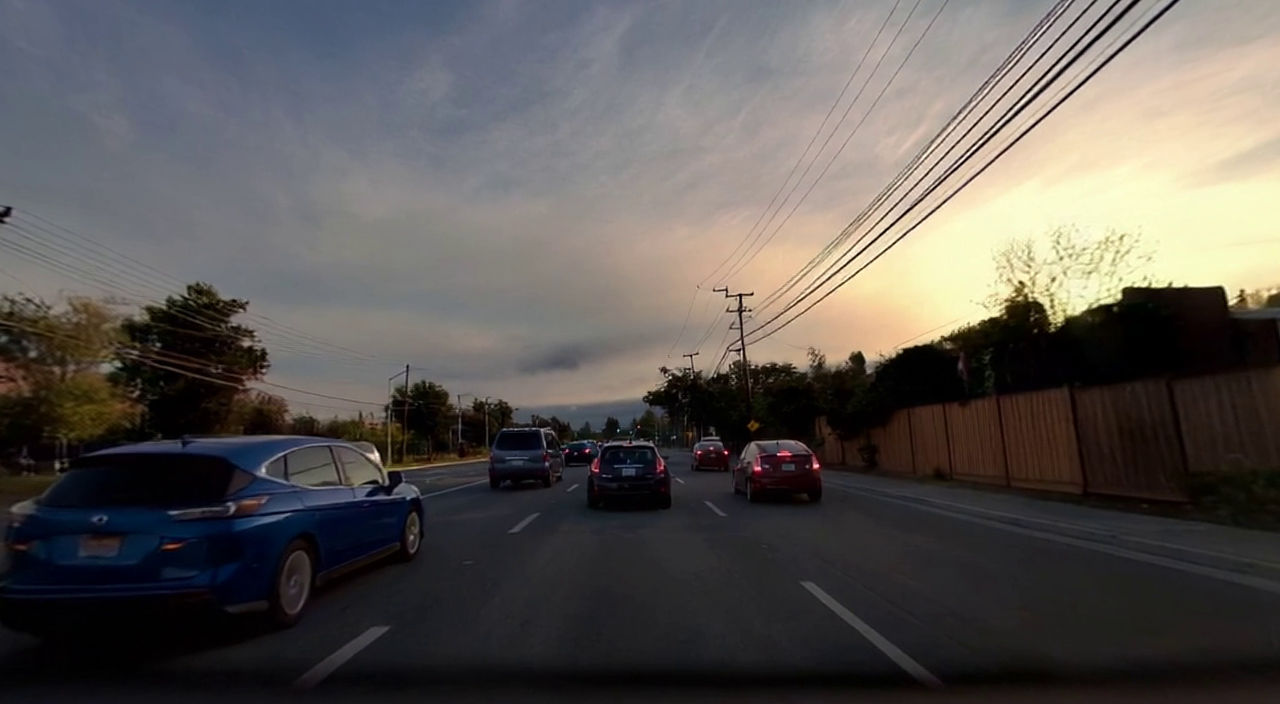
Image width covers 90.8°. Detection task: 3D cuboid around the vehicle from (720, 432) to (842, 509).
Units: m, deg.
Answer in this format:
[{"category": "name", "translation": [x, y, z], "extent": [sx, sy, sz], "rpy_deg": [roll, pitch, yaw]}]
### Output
[{"category": "vehicle", "translation": [3.076, 2.673, 14.629], "extent": [1.880, 1.521, 3.724], "rpy_deg": [0, -9, -1]}]

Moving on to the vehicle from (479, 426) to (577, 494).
[{"category": "vehicle", "translation": [-3.274, 3.285, 19.562], "extent": [2.092, 1.839, 4.736], "rpy_deg": [0, -9, 1]}]

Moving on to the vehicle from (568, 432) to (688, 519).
[{"category": "vehicle", "translation": [-0.228, 2.453, 13.030], "extent": [2.097, 1.511, 3.809], "rpy_deg": [0, -9, 0]}]

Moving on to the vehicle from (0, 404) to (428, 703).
[{"category": "vehicle", "translation": [-3.272, 1.234, 4.402], "extent": [2.004, 1.454, 4.349], "rpy_deg": [0, -9, 1]}]
